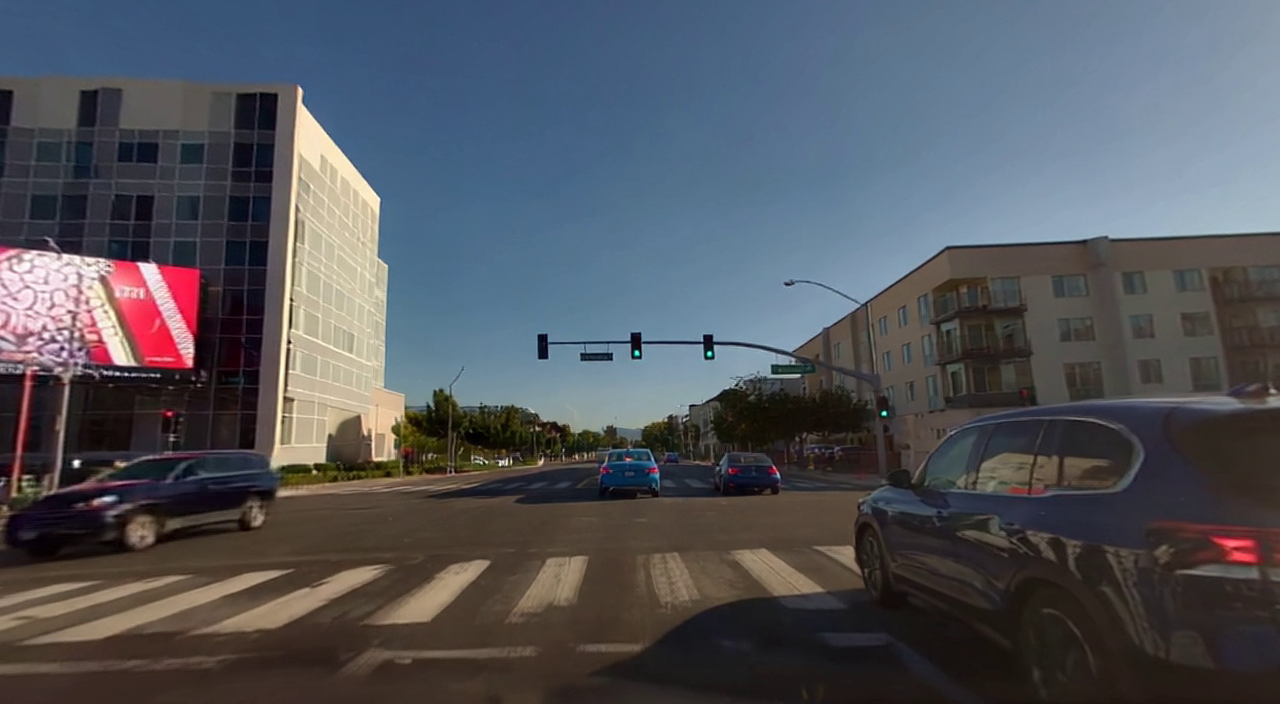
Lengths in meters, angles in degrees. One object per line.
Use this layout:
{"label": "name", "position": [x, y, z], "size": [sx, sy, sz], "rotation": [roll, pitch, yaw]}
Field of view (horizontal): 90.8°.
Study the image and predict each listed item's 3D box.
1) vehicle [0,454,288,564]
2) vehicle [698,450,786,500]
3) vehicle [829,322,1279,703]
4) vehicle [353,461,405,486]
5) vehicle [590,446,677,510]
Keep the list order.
{"label": "vehicle", "position": [-8.672, 2.642, 11.476], "size": [1.879, 1.510, 4.619], "rotation": [0, -9, 0]}
{"label": "vehicle", "position": [3.173, 3.913, 20.600], "size": [2.009, 1.414, 4.416], "rotation": [0, -9, -2]}
{"label": "vehicle", "position": [2.982, 1.102, 4.172], "size": [2.047, 1.785, 4.357], "rotation": [0, -9, -1]}
{"label": "vehicle", "position": [-19.206, 8.973, 46.741], "size": [1.942, 1.628, 4.721], "rotation": [0, -9, -1]}
{"label": "vehicle", "position": [-0.206, 3.353, 17.303], "size": [2.095, 1.502, 3.873], "rotation": [0, -9, -2]}
